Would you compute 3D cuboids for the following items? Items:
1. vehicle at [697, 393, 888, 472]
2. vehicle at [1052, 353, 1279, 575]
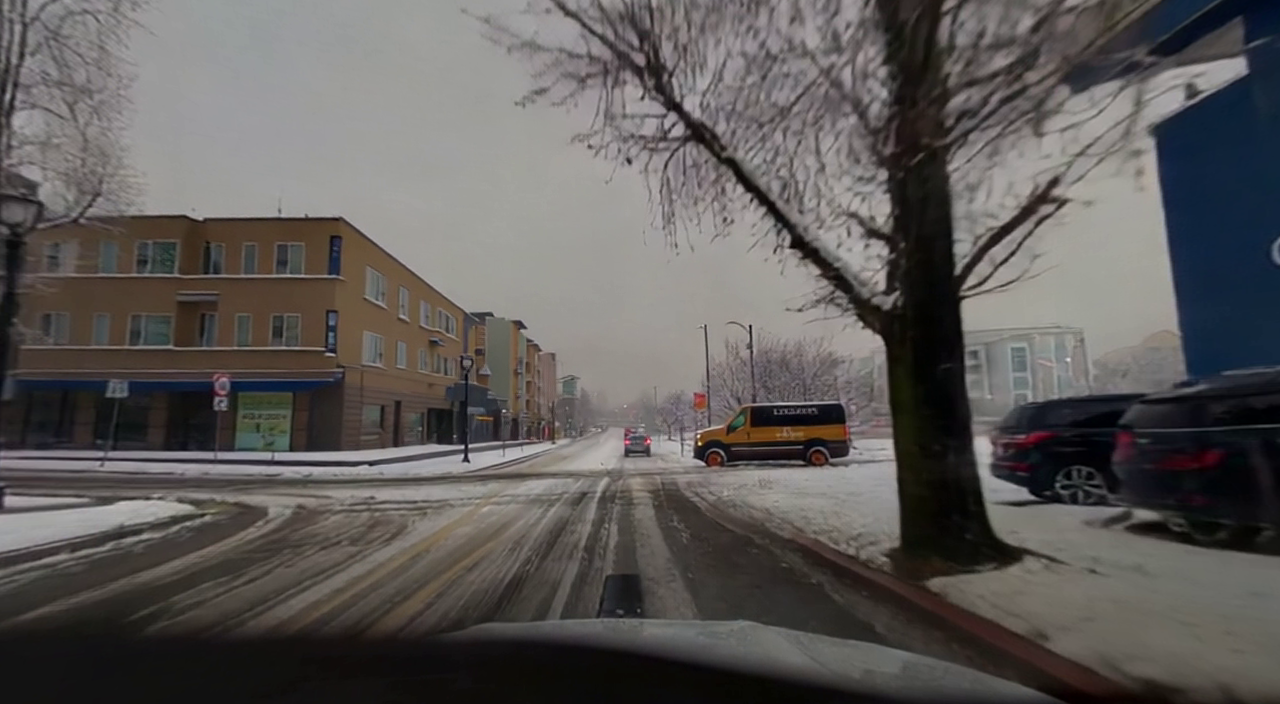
[{"bbox_3d":[5.338,2.897,22.593,6.221,2.498,2.239,-5,-9,33],"label":"vehicle"},{"bbox_3d":[6.366,0.911,5.352,4.254,1.636,2.327,-3,-8,20],"label":"vehicle"}]
